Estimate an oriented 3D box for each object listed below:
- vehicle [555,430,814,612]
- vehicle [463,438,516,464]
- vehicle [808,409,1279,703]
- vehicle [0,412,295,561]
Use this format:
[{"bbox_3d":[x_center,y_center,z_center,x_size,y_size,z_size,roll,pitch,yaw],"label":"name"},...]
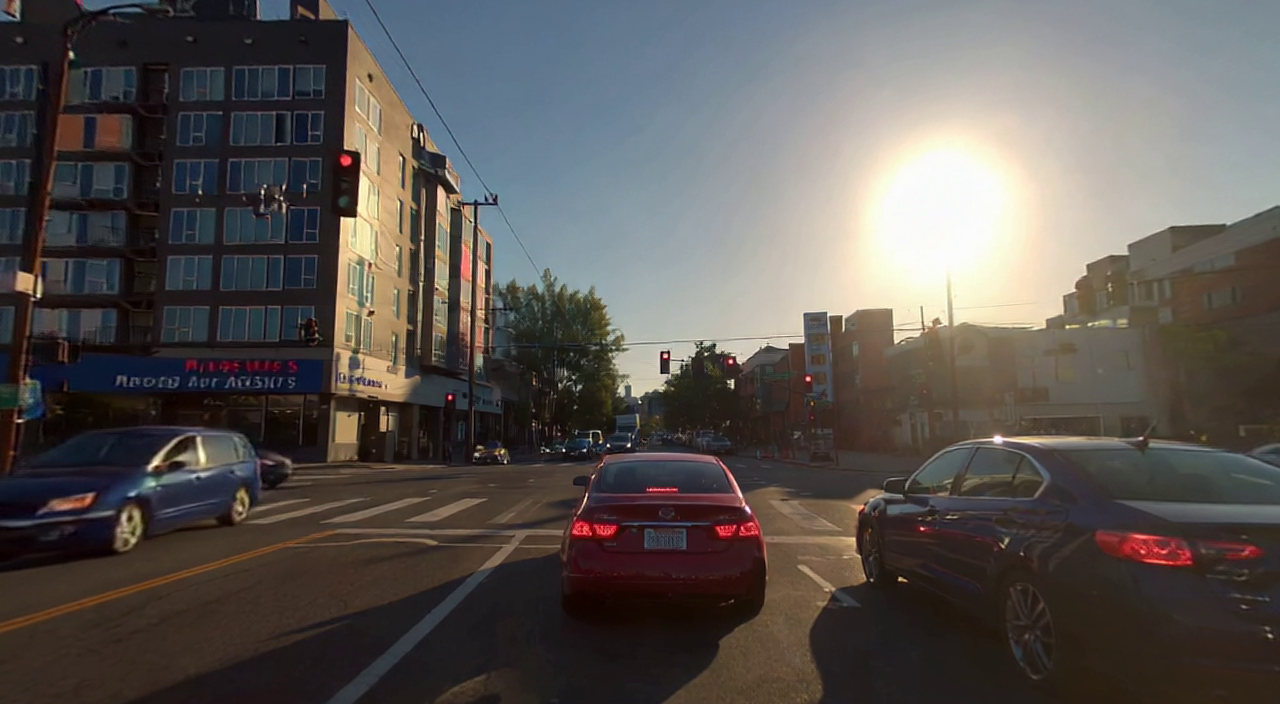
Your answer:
[{"bbox_3d":[0.282,1.693,7.283,2.132,1.464,4.089,0,-8,-3],"label":"vehicle"},{"bbox_3d":[-9.733,6.428,41.022,2.030,1.596,3.912,-1,-9,8],"label":"vehicle"},{"bbox_3d":[2.811,1.289,4.570,1.961,1.498,4.356,0,-8,0],"label":"vehicle"},{"bbox_3d":[-8.529,2.156,11.076,2.338,1.889,5.998,1,-8,-9],"label":"vehicle"}]
